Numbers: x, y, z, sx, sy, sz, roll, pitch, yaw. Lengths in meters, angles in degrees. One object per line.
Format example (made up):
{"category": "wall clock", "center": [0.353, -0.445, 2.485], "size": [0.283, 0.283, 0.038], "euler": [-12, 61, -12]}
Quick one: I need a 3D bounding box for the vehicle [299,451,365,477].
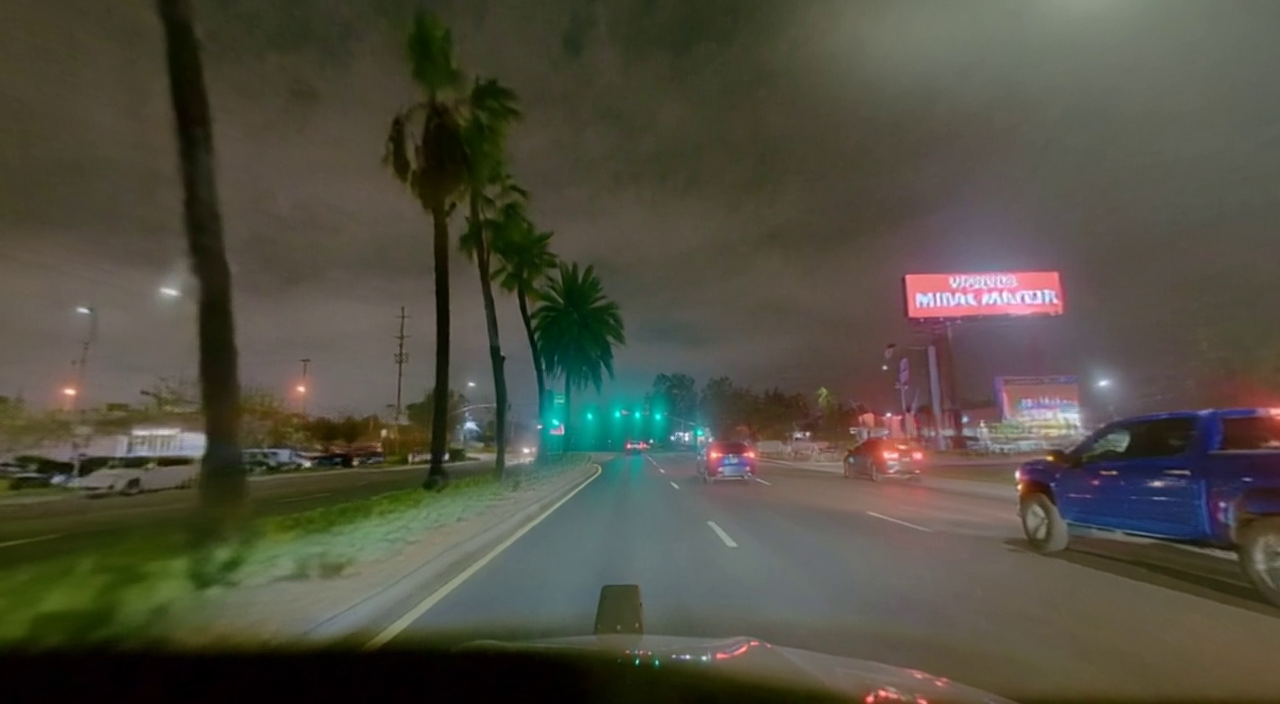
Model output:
{"category": "vehicle", "center": [-19.570, 7.111, 40.386], "size": [1.900, 1.481, 4.684], "euler": [0, -9, 0]}

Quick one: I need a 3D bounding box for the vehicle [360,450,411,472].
{"category": "vehicle", "center": [-19.681, 8.427, 49.132], "size": [1.871, 1.519, 5.002], "euler": [0, -9, 0]}

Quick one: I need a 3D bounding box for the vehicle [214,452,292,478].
{"category": "vehicle", "center": [-24.564, 7.170, 40.328], "size": [1.899, 1.499, 4.911], "euler": [0, -9, -1]}

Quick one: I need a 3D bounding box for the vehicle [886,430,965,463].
{"category": "vehicle", "center": [18.389, 6.159, 41.067], "size": [2.300, 1.966, 6.004], "euler": [0, -9, 0]}

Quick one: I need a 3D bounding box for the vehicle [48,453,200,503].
{"category": "vehicle", "center": [-19.395, 4.694, 24.101], "size": [1.840, 1.524, 4.923], "euler": [-3, -8, -2]}

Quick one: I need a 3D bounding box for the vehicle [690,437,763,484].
{"category": "vehicle", "center": [3.066, 3.942, 23.240], "size": [1.889, 1.541, 4.303], "euler": [0, -9, -2]}

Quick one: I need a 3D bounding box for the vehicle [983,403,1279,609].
{"category": "vehicle", "center": [6.100, 1.425, 6.400], "size": [2.140, 1.606, 5.437], "euler": [0, -9, -1]}
